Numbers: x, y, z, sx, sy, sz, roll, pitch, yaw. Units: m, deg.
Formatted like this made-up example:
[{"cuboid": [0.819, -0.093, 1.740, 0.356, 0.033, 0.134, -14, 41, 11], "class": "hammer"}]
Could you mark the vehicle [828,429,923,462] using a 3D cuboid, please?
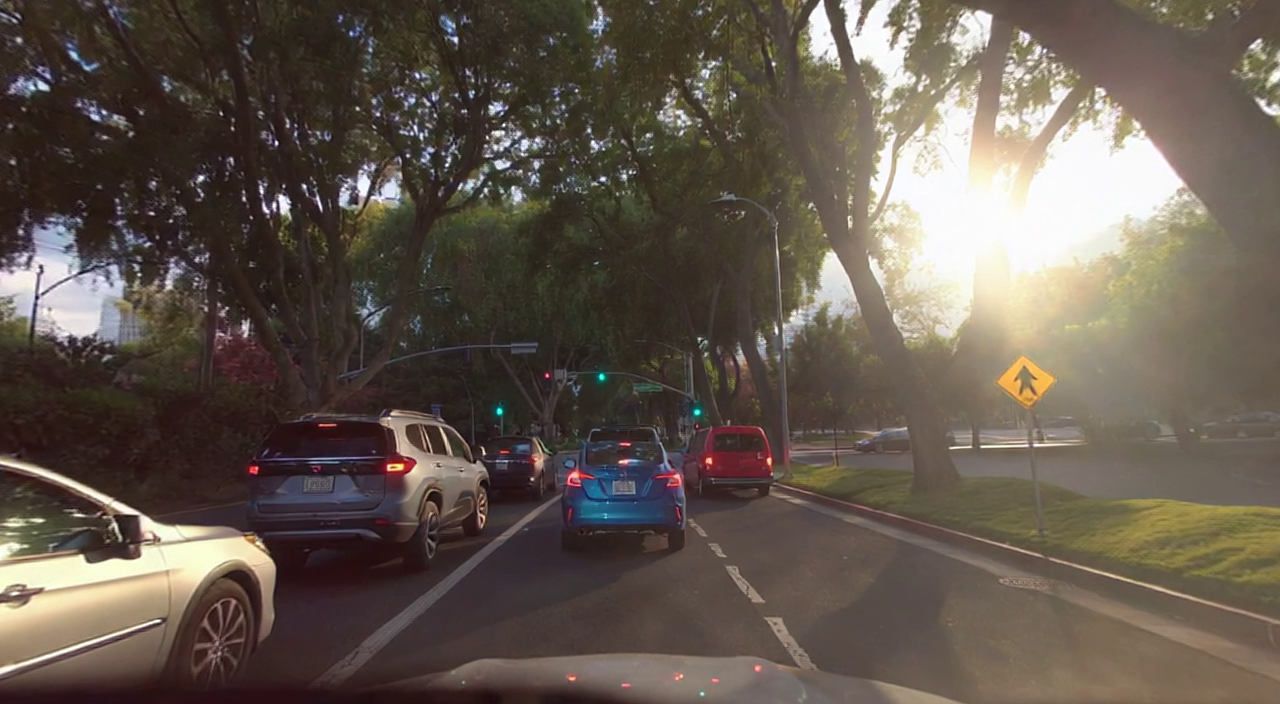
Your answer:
[{"cuboid": [11.398, 4.561, 30.688, 3.883, 1.534, 1.779, 0, -8, 2], "class": "vehicle"}]

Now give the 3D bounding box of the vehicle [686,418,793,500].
[{"cuboid": [2.468, 2.810, 16.873, 2.059, 1.864, 4.541, 0, -8, -1], "class": "vehicle"}]

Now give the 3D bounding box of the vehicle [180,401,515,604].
[{"cuboid": [-2.886, 1.577, 7.448, 1.964, 1.712, 4.097, 0, -8, 0], "class": "vehicle"}]

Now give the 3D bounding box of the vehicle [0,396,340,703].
[{"cuboid": [-2.938, 0.841, 1.621, 1.974, 1.484, 4.716, 0, -8, 0], "class": "vehicle"}]

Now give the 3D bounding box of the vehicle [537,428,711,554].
[{"cuboid": [-0.242, 1.918, 9.346, 2.025, 1.453, 3.848, 0, -8, -2], "class": "vehicle"}]
